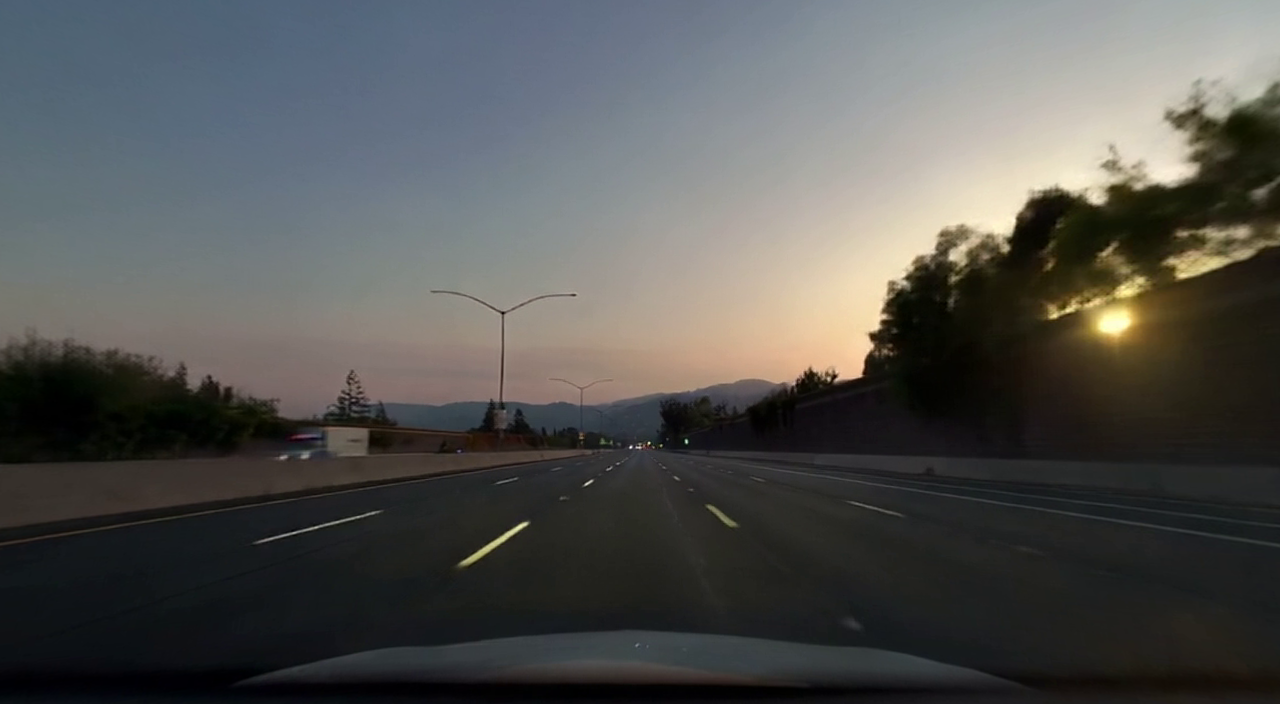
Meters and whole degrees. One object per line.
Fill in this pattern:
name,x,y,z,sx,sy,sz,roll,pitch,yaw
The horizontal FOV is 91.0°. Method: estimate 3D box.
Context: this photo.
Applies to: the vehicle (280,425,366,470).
vehicle,-24.867,7.606,49.932,2.780,3.238,7.530,0,-9,1
